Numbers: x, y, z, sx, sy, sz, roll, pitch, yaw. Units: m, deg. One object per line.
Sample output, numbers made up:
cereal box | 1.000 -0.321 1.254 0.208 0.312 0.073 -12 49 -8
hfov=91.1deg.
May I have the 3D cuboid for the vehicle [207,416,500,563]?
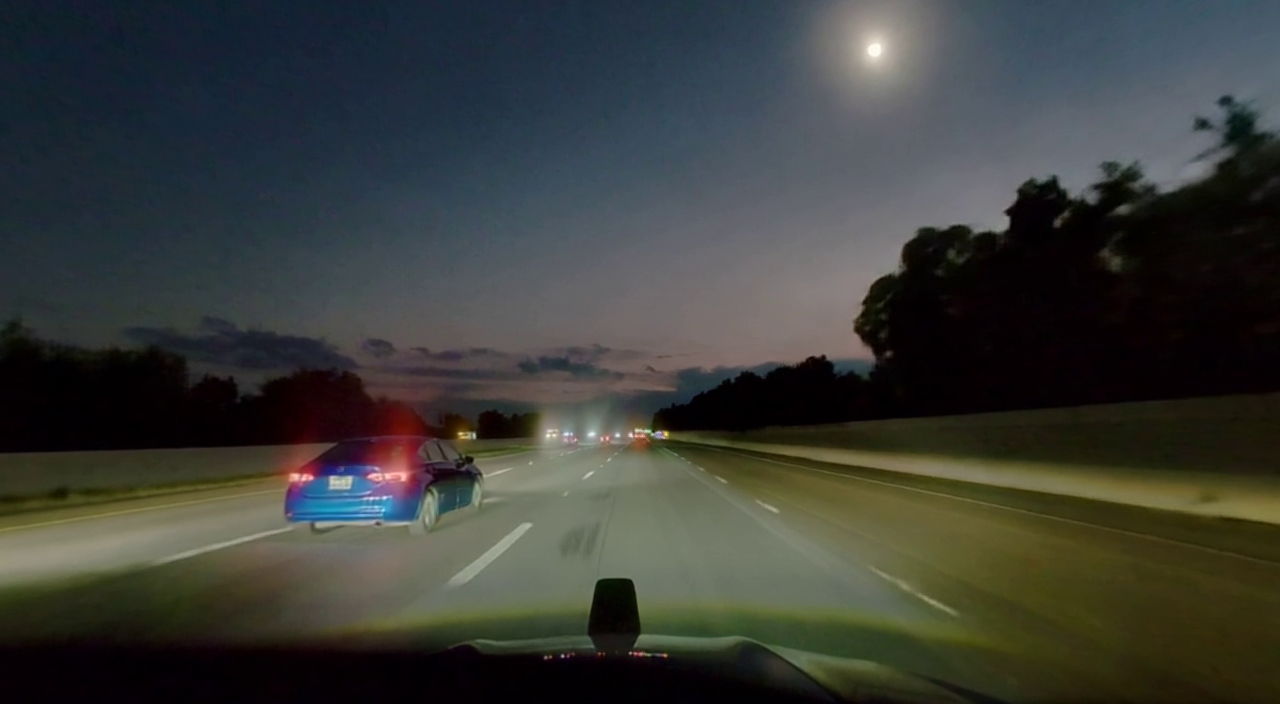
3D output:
vehicle | -3.396 1.683 8.477 2.079 1.500 3.881 0 -8 0
